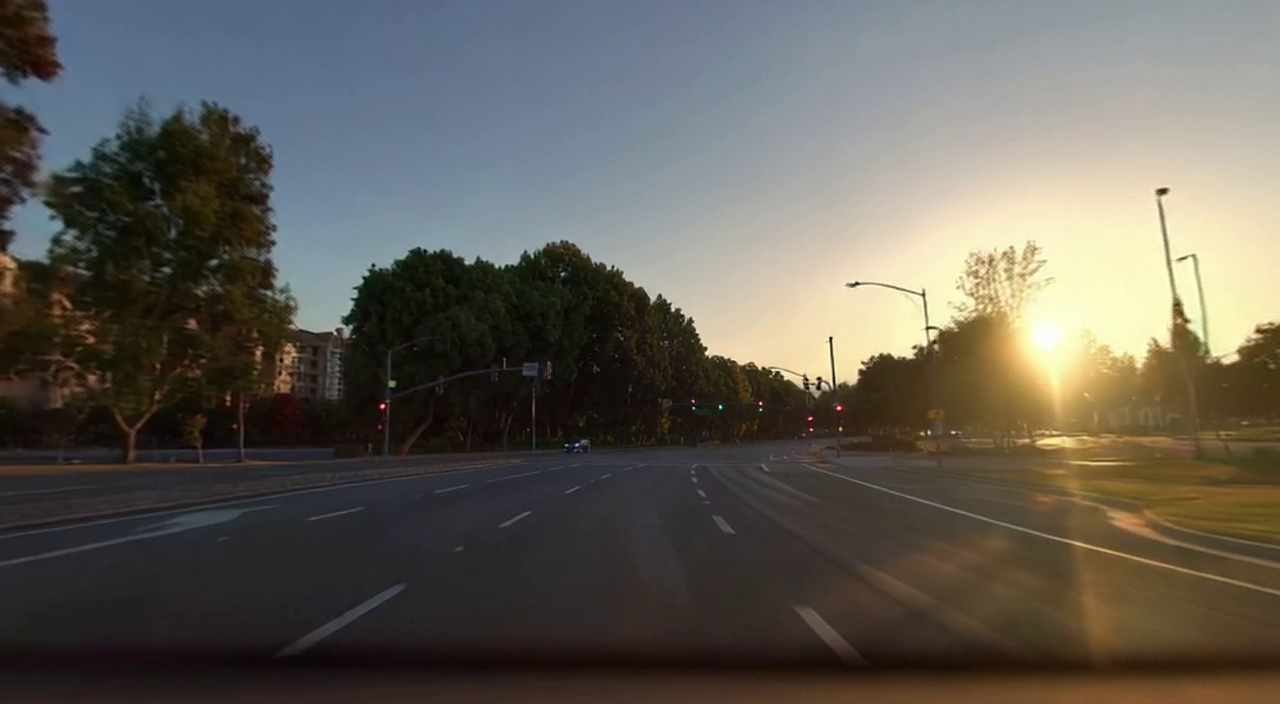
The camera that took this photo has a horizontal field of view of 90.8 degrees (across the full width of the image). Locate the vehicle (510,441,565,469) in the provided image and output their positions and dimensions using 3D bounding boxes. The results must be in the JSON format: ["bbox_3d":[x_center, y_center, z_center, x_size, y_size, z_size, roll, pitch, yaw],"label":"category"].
[{"bbox_3d":[-5.701,5.793,35.724,1.893,1.503,4.309,-1,-8,7],"label":"vehicle"}]
